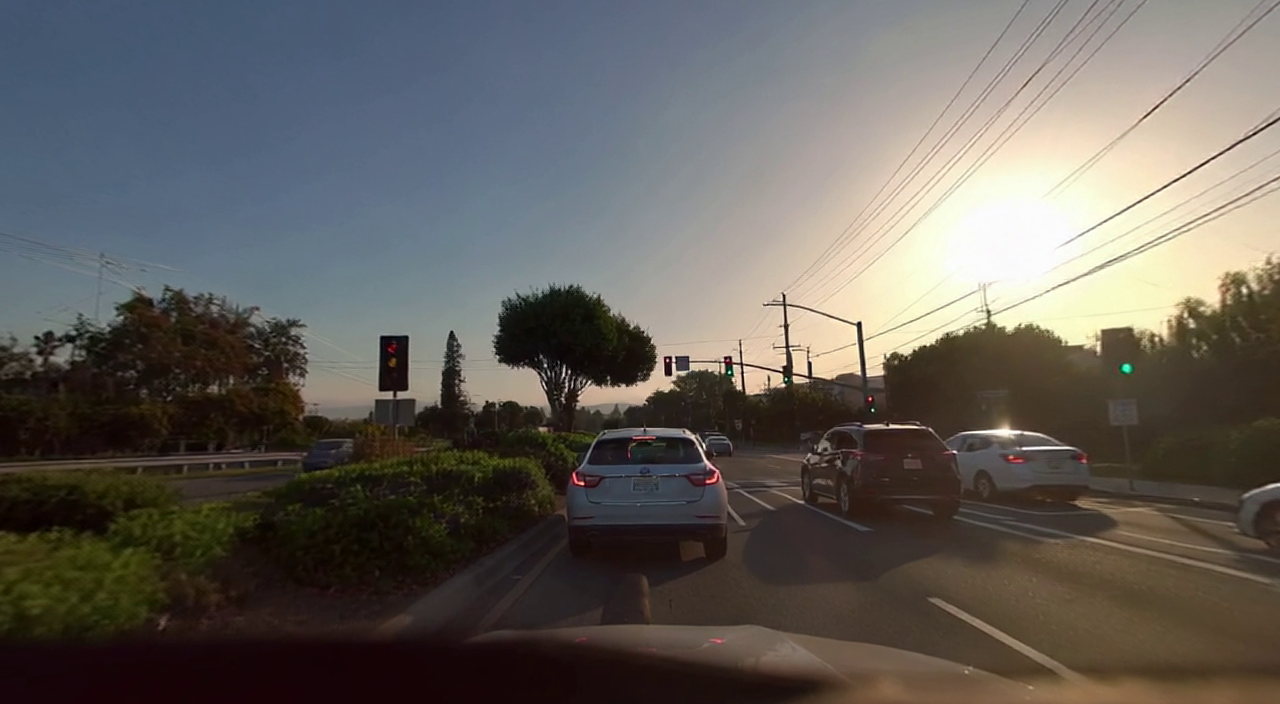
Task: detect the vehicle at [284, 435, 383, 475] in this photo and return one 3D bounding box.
[{"bbox_3d":[-16.565,5.608,34.500,2.262,1.967,5.814,-1,-8,3],"label":"vehicle"}]

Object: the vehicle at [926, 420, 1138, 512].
[{"bbox_3d":[8.369,2.464,14.055,1.993,1.712,4.322,-1,-8,2],"label":"vehicle"}]

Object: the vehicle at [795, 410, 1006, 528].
[{"bbox_3d":[4.464,2.089,11.729,2.140,1.753,4.256,0,-8,1],"label":"vehicle"}]

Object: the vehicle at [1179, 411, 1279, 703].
[{"bbox_3d":[3.505,0.679,0.592,2.028,1.454,4.531,0,-8,1],"label":"vehicle"}]

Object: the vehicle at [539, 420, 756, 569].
[{"bbox_3d":[0.092,1.787,8.685,2.208,1.498,4.401,0,-8,1],"label":"vehicle"}]
